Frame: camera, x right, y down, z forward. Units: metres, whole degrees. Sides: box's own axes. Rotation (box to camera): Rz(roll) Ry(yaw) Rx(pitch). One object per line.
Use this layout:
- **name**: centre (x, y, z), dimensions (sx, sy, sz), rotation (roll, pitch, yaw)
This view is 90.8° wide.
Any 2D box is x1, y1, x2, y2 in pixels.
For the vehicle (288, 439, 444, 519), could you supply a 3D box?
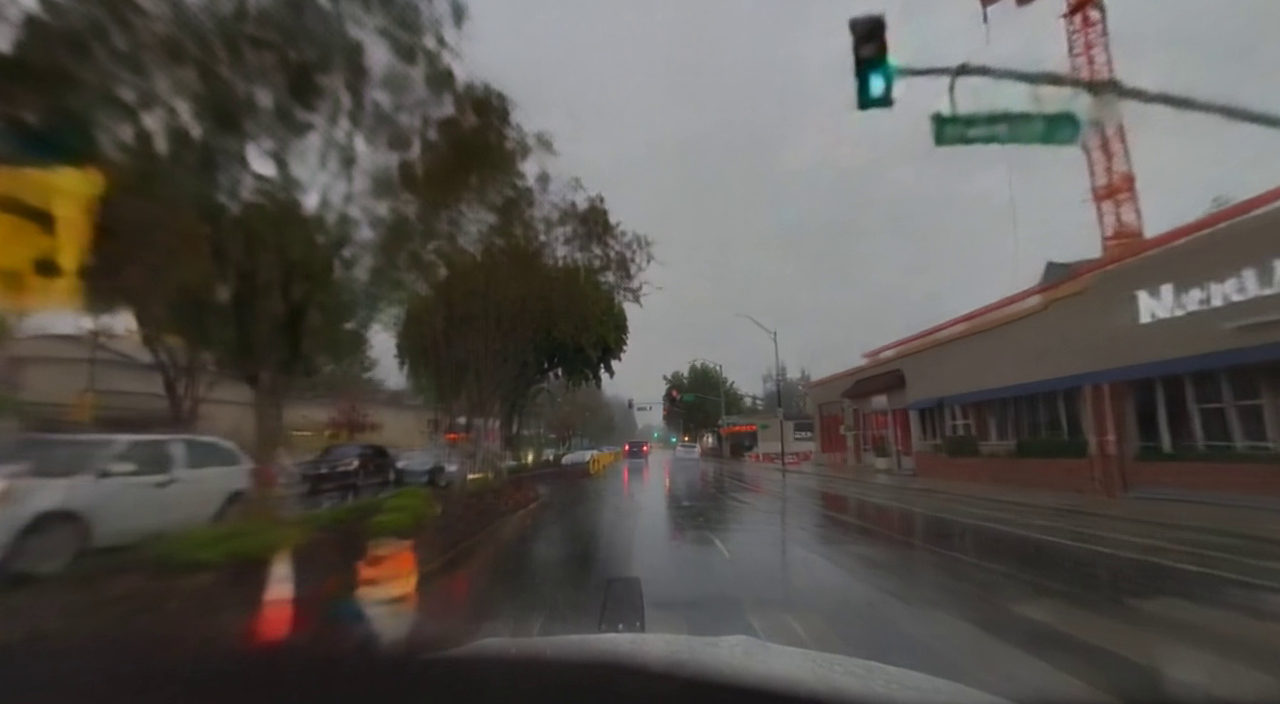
- **vehicle**: centre (-5.894, 2.742, 14.243), dimensions (1.901, 1.498, 4.359), rotation (1, -9, -5)

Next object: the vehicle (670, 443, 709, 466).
- **vehicle**: centre (3.802, 8.030, 49.671), dimensions (2.427, 1.665, 5.593), rotation (0, -9, -2)

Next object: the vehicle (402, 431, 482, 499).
- **vehicle**: centre (-5.984, 3.377, 19.434), dimensions (2.058, 1.751, 4.502), rotation (0, -8, -15)

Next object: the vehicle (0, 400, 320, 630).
- **vehicle**: centre (-5.709, 1.578, 7.057), dimensions (1.983, 1.715, 4.466), rotation (-2, -8, 0)
